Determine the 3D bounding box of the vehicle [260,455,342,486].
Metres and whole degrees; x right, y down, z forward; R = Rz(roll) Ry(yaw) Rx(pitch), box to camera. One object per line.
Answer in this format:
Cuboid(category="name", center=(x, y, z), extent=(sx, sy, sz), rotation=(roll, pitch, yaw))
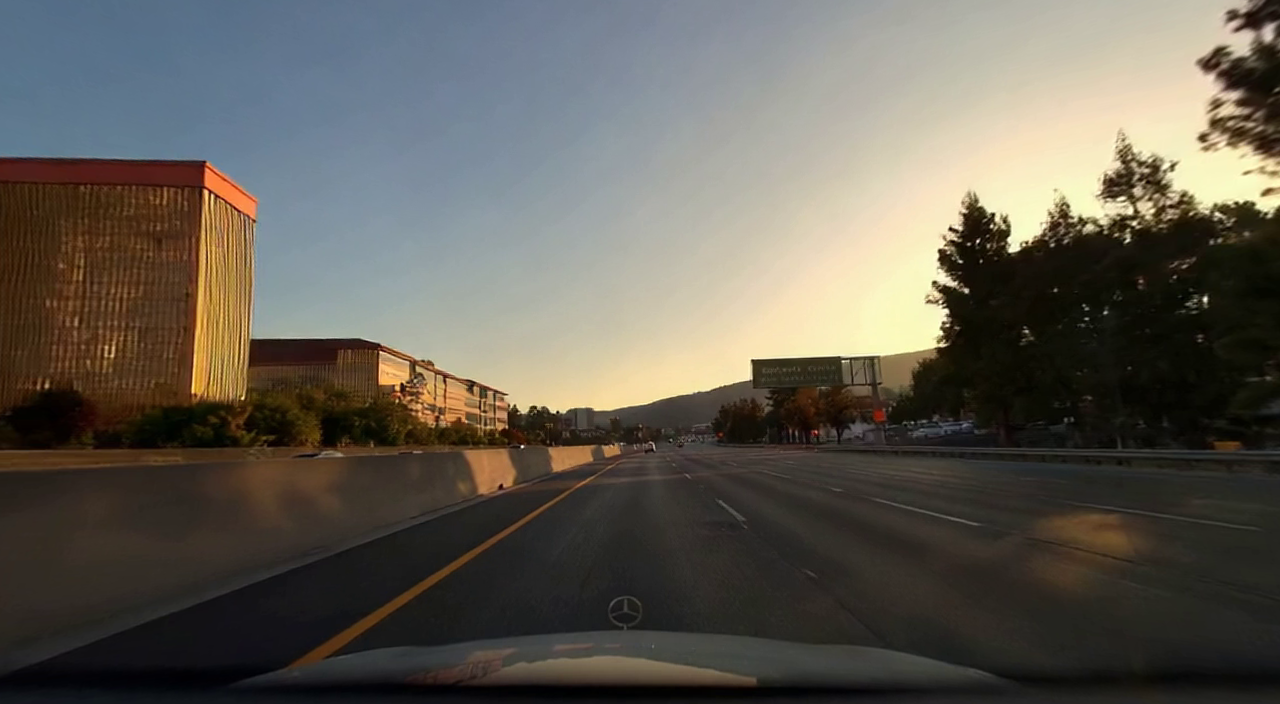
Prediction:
Cuboid(category="vehicle", center=(-17.807, 6.210, 33.397), extent=(1.803, 1.427, 4.553), rotation=(0, -8, 0))
